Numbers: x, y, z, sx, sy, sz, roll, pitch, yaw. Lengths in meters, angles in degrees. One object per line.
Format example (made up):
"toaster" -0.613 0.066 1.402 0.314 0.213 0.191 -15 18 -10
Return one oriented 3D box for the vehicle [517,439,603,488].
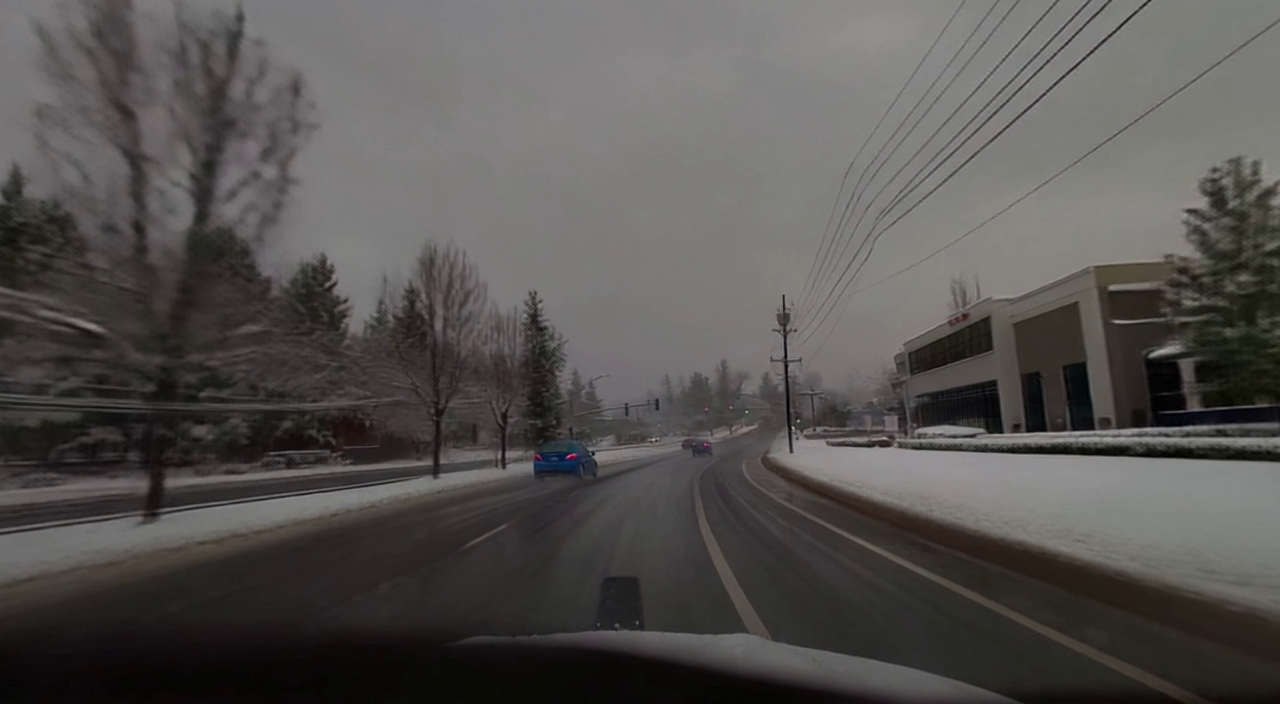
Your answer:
"vehicle" -2.638 3.810 21.976 1.928 1.488 4.635 -1 -8 6
